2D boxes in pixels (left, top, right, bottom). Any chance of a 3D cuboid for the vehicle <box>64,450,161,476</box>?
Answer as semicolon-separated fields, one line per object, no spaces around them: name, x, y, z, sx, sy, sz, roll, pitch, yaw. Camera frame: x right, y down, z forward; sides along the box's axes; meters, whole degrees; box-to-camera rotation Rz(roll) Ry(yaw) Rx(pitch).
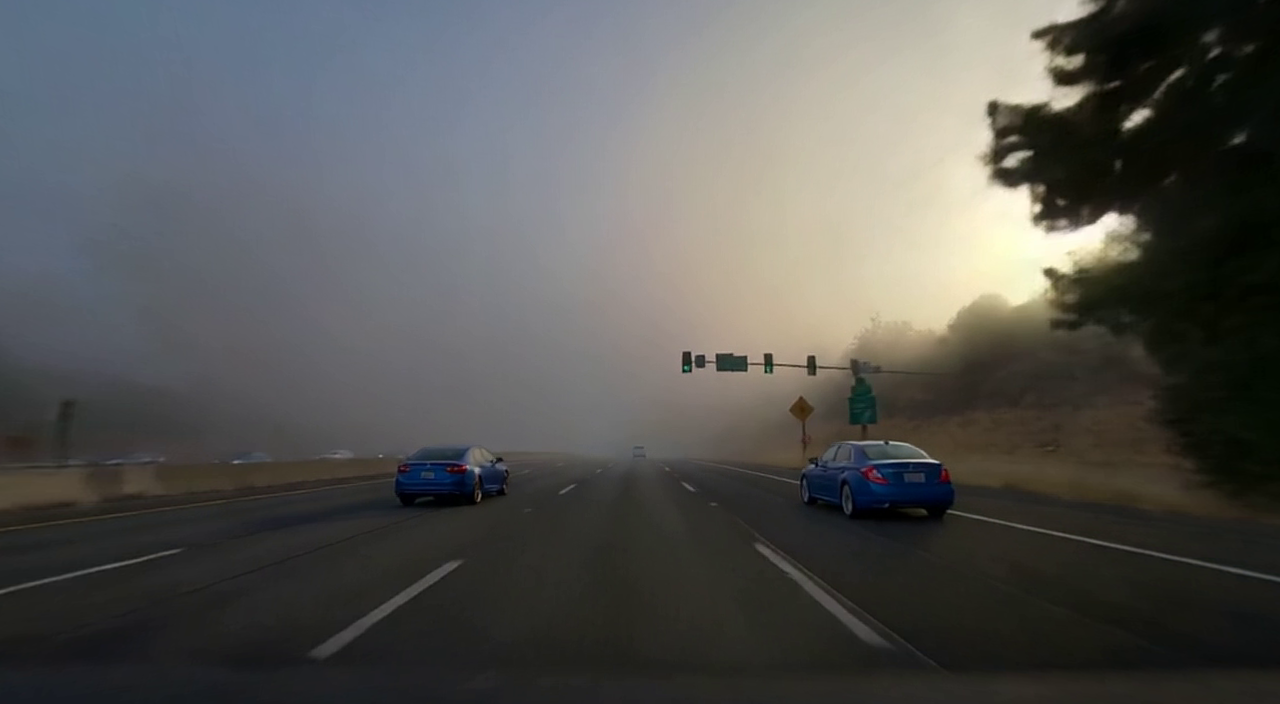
vehicle;-32.875;6.921;39.421;1.949;1.465;4.795;0;-9;0

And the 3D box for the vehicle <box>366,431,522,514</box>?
vehicle;-4.067;2.578;14.002;1.987;1.516;4.478;0;-9;0

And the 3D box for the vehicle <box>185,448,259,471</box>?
vehicle;-28.723;7.393;43.440;1.827;1.473;4.641;0;-9;1

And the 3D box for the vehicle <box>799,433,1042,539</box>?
vehicle;4.575;2.256;11.322;2.049;1.481;4.774;0;-9;-2
